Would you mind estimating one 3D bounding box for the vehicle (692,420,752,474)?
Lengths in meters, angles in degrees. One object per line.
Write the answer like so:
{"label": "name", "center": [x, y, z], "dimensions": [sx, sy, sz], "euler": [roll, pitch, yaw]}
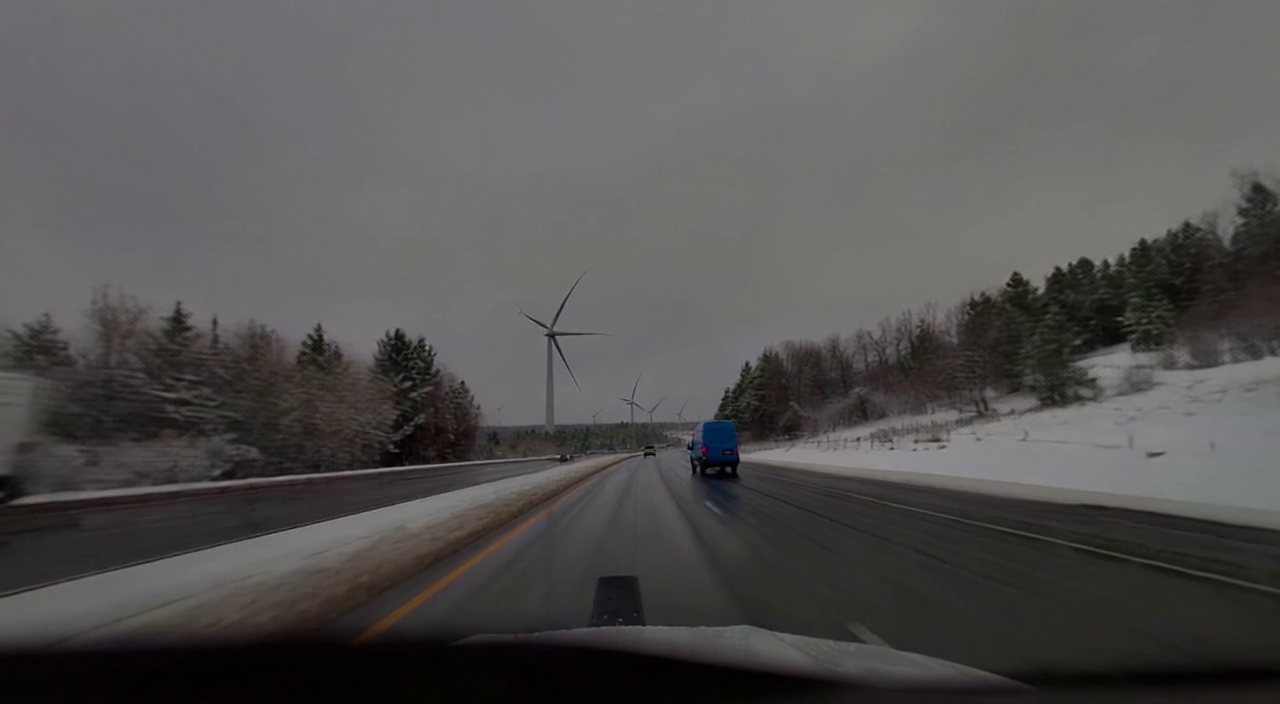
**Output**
{"label": "vehicle", "center": [4.361, 5.235, 34.670], "dimensions": [2.437, 2.735, 5.507], "euler": [0, -9, -1]}
